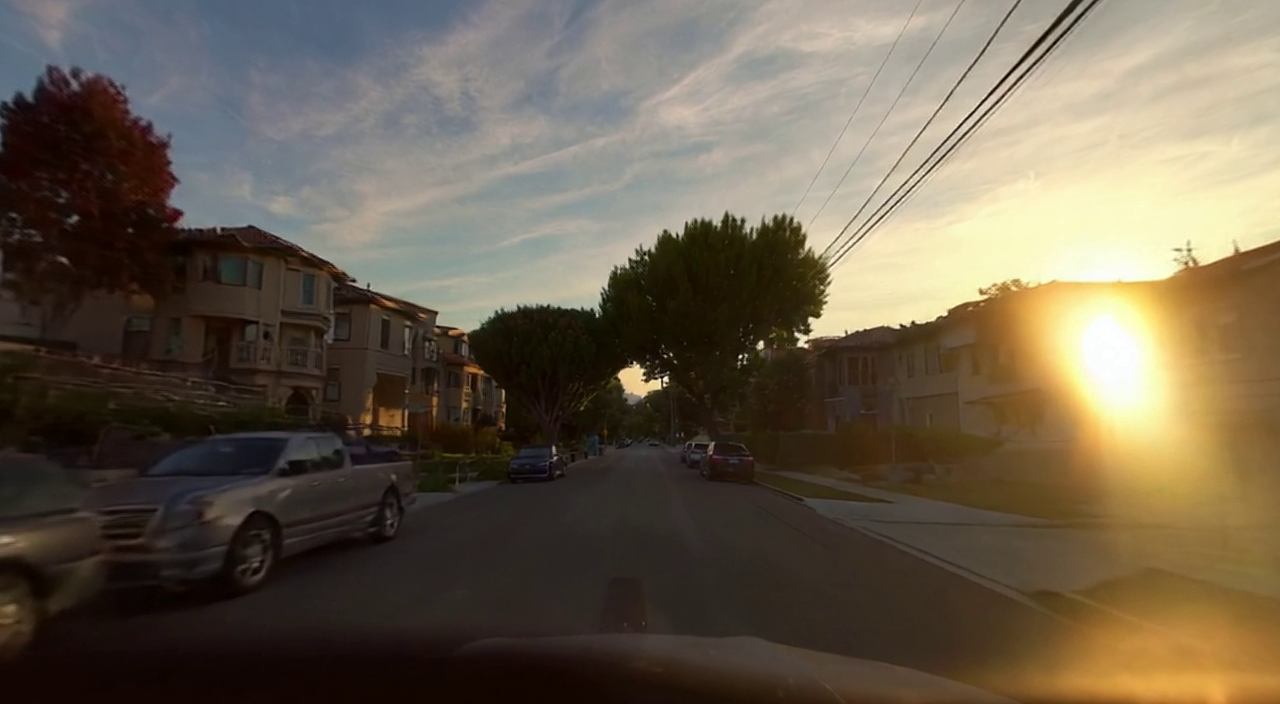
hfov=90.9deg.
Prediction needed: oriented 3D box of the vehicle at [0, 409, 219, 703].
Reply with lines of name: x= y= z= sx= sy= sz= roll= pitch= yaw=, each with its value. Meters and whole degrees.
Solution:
vehicle: x=-4.296 y=0.952 z=2.451 sx=2.086 sy=1.493 sz=4.582 roll=-1 pitch=-8 yaw=1

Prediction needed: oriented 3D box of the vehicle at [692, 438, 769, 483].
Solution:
vehicle: x=3.179 y=3.927 z=23.281 sx=2.000 sy=1.456 sz=5.251 roll=0 pitch=-8 yaw=-1

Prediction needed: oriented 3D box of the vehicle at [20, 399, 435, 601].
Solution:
vehicle: x=-4.221 y=1.566 z=7.530 sx=2.108 sy=1.686 sz=4.129 roll=-1 pitch=-8 yaw=1

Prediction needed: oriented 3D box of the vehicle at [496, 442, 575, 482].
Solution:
vehicle: x=-3.766 y=4.026 z=23.488 sx=1.995 sy=1.330 sz=4.080 roll=0 pitch=-8 yaw=4
